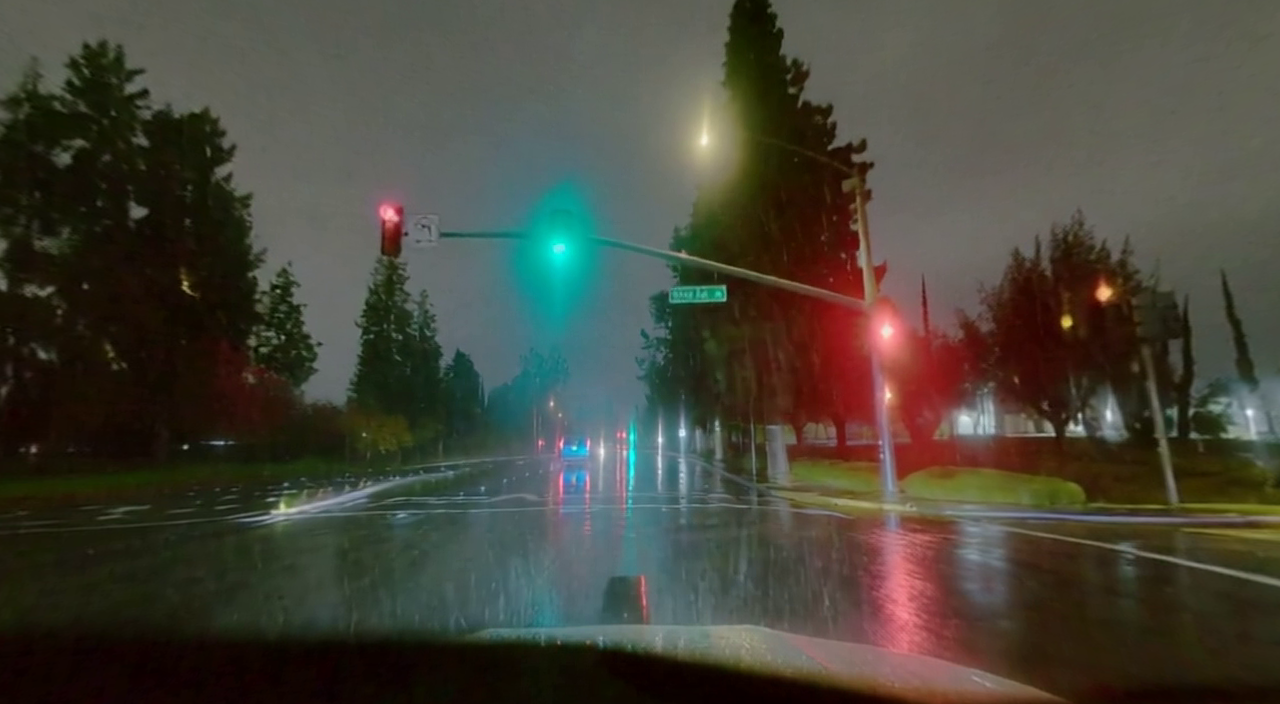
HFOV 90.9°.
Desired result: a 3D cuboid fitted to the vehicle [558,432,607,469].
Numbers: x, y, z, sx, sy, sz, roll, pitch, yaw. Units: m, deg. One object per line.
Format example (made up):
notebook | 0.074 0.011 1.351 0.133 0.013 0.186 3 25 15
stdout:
vehicle | -2.942 5.146 33.108 2.123 1.799 4.425 0 -8 1
